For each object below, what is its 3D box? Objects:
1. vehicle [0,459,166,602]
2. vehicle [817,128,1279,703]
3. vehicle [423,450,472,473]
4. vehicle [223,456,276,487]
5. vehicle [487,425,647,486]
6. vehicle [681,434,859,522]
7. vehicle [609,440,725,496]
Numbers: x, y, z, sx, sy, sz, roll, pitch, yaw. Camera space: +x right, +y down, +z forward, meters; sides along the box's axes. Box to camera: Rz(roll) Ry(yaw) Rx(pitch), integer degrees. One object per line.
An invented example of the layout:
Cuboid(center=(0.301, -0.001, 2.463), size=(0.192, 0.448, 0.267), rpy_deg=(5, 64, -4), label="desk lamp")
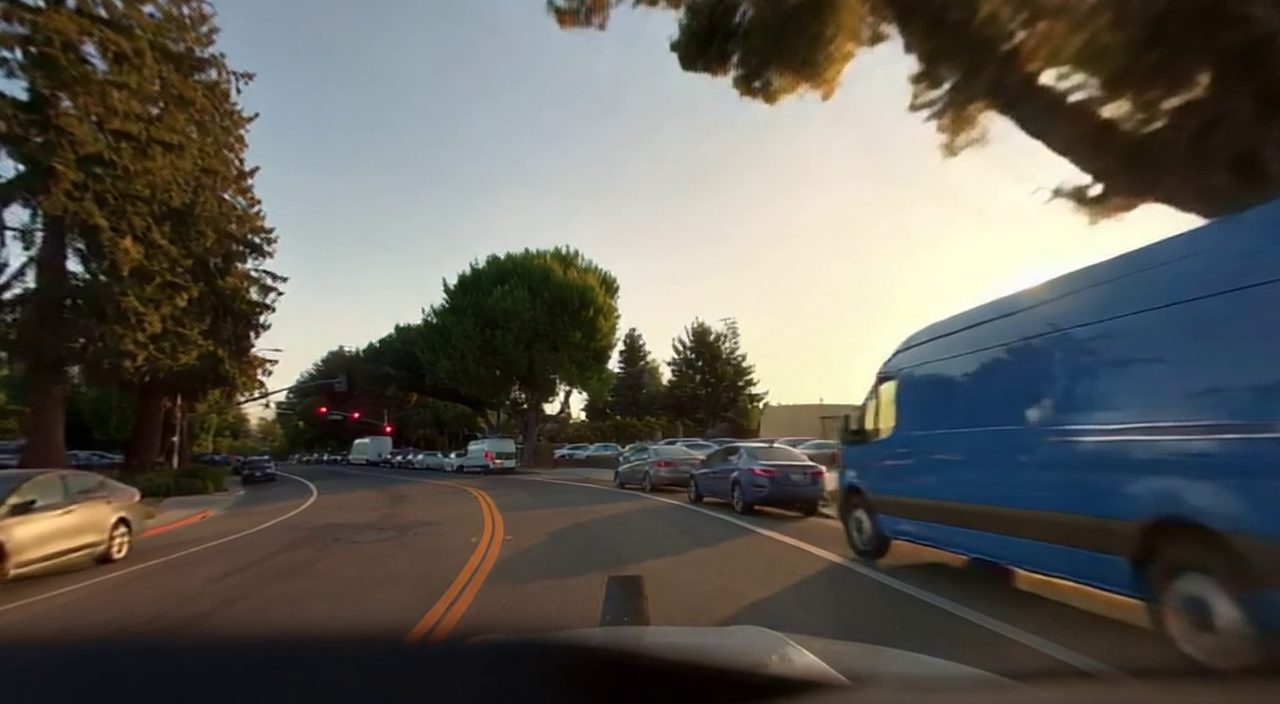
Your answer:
Cuboid(center=(-8.102, 2.108, 7.744), size=(1.985, 1.485, 3.820), rpy_deg=(1, -9, -9), label="vehicle")
Cuboid(center=(3.960, 0.643, 5.120), size=(2.406, 2.689, 6.916), rpy_deg=(0, -9, -5), label="vehicle")
Cuboid(center=(-12.977, 7.328, 42.327), size=(1.804, 1.453, 4.462), rpy_deg=(6, -10, -35), label="vehicle")
Cuboid(center=(-21.367, 6.460, 34.386), size=(1.950, 1.489, 4.214), rpy_deg=(5, -10, -37), label="vehicle")
Cuboid(center=(-3.790, 4.670, 28.630), size=(3.041, 2.164, 10.370), rpy_deg=(3, -10, -32), label="vehicle")
Cuboid(center=(2.411, 2.498, 13.143), size=(1.961, 1.456, 4.569), rpy_deg=(1, -9, -11), label="vehicle")
Cuboid(center=(0.653, 3.473, 19.308), size=(1.957, 1.479, 4.554), rpy_deg=(3, -9, -20), label="vehicle")
